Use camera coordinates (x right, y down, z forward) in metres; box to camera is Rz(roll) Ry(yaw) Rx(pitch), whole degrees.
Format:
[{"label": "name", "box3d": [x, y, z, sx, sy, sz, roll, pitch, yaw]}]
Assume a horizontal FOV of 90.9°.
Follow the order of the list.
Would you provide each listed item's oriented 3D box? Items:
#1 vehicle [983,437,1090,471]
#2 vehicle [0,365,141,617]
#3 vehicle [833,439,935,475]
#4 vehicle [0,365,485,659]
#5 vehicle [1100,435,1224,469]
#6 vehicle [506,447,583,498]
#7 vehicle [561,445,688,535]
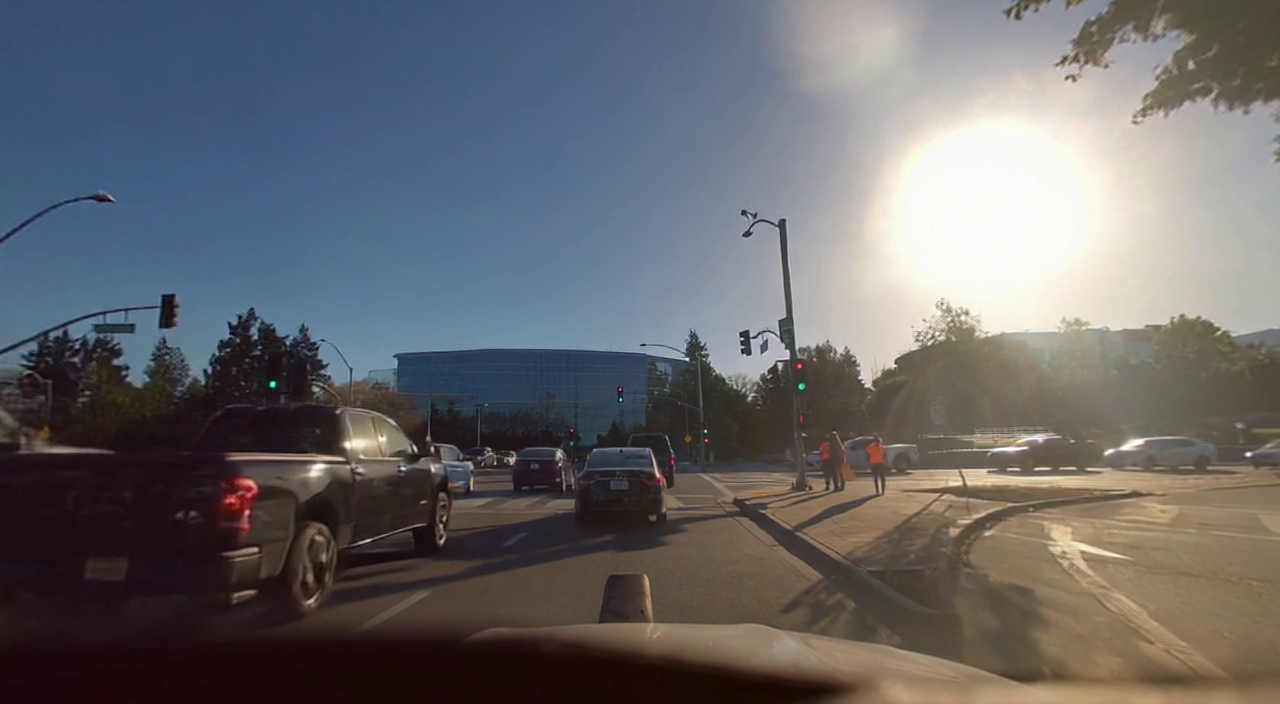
[{"label": "vehicle", "box3d": [22.107, 5.698, 35.303, 4.529, 1.786, 2.110, 0, -9, 2]}, {"label": "vehicle", "box3d": [-6.560, 0.879, 3.490, 2.544, 2.018, 5.893, 0, -9, 3]}, {"label": "vehicle", "box3d": [12.385, 5.366, 32.257, 4.394, 1.724, 1.886, 0, -9, 1]}, {"label": "vehicle", "box3d": [-3.491, 1.437, 6.808, 2.202, 1.961, 4.980, 0, -9, 2]}, {"label": "vehicle", "box3d": [29.113, 5.600, 35.283, 4.967, 1.794, 2.044, 0, -9, 3]}, {"label": "vehicle", "box3d": [-3.331, 4.295, 22.955, 2.003, 1.655, 4.878, 0, -9, 0]}, {"label": "vehicle", "box3d": [-0.231, 2.682, 12.946, 2.144, 1.497, 4.446, 0, -9, 1]}]
